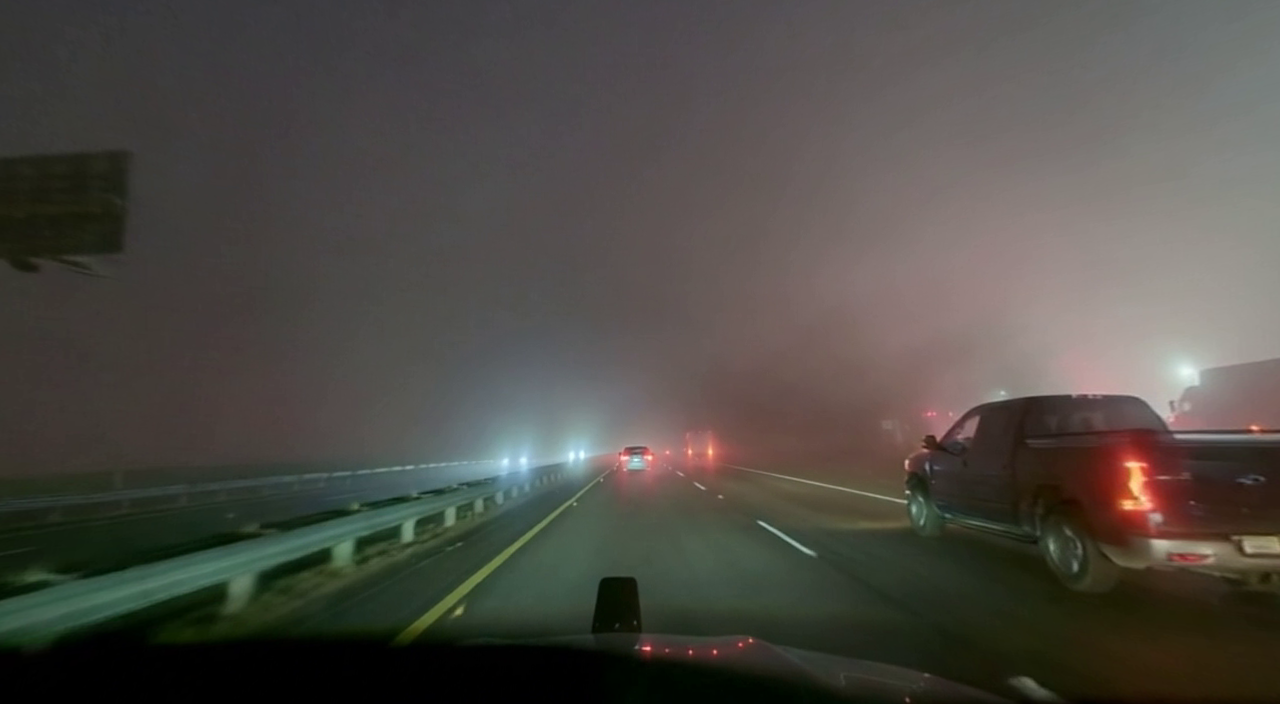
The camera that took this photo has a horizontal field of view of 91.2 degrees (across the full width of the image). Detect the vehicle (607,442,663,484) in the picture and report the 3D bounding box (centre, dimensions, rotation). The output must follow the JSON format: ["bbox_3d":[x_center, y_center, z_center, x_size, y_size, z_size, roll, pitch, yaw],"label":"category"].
[{"bbox_3d":[-0.185,4.261,24.320,2.029,1.483,3.769,0,-9,0],"label":"vehicle"}]

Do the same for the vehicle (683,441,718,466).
[{"bbox_3d":[4.116,6.939,42.958,1.936,1.589,3.915,0,-9,-1],"label":"vehicle"}]

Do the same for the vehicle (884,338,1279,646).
[{"bbox_3d":[4.630,1.235,6.436,2.261,1.952,4.784,0,-9,0],"label":"vehicle"}]
